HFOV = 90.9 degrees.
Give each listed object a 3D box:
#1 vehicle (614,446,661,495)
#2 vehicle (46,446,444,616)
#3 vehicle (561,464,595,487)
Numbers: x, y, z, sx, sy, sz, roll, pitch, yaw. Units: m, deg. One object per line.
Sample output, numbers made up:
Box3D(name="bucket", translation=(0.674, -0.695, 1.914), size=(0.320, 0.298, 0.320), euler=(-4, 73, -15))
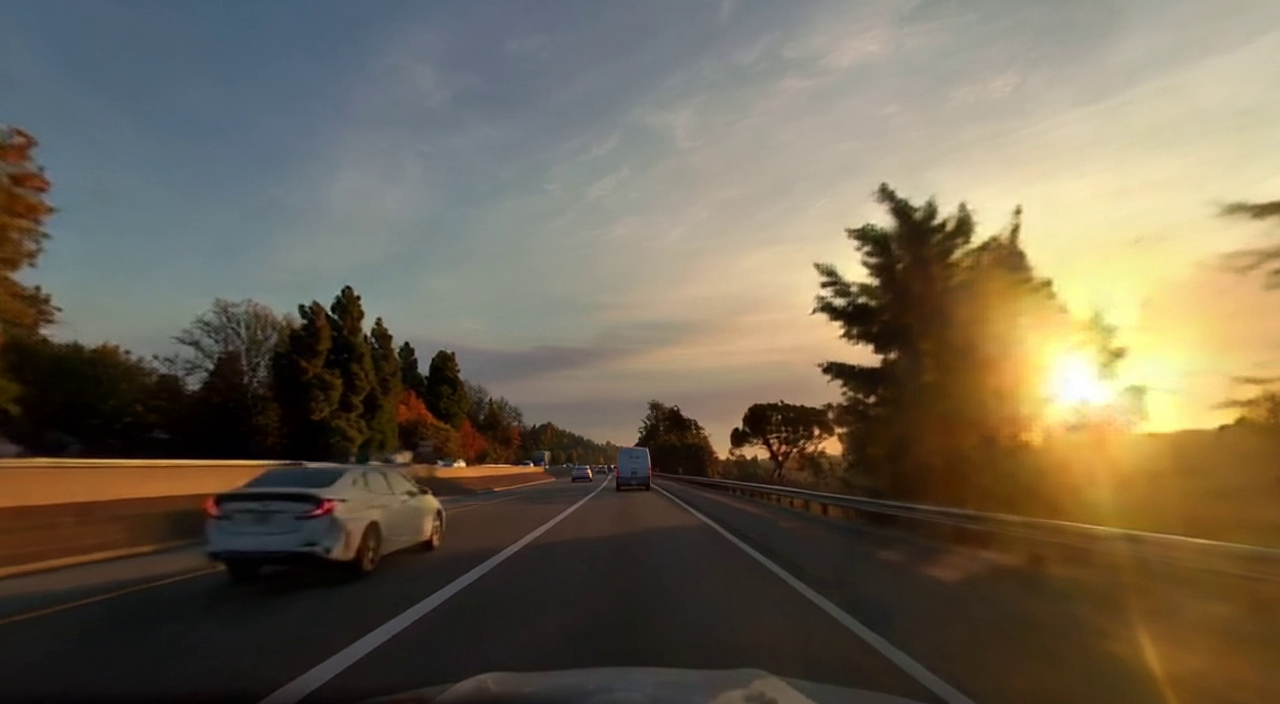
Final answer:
Box3D(name="vehicle", translation=(-0.175, 6.781, 36.191), size=(2.482, 2.549, 5.447), euler=(1, -11, -1))
Box3D(name="vehicle", translation=(-4.318, 2.056, 8.067), size=(2.128, 1.491, 4.508), euler=(1, -11, 0))
Box3D(name="vehicle", translation=(-4.533, 9.100, 46.494), size=(2.100, 1.605, 3.883), euler=(1, -10, 0))
